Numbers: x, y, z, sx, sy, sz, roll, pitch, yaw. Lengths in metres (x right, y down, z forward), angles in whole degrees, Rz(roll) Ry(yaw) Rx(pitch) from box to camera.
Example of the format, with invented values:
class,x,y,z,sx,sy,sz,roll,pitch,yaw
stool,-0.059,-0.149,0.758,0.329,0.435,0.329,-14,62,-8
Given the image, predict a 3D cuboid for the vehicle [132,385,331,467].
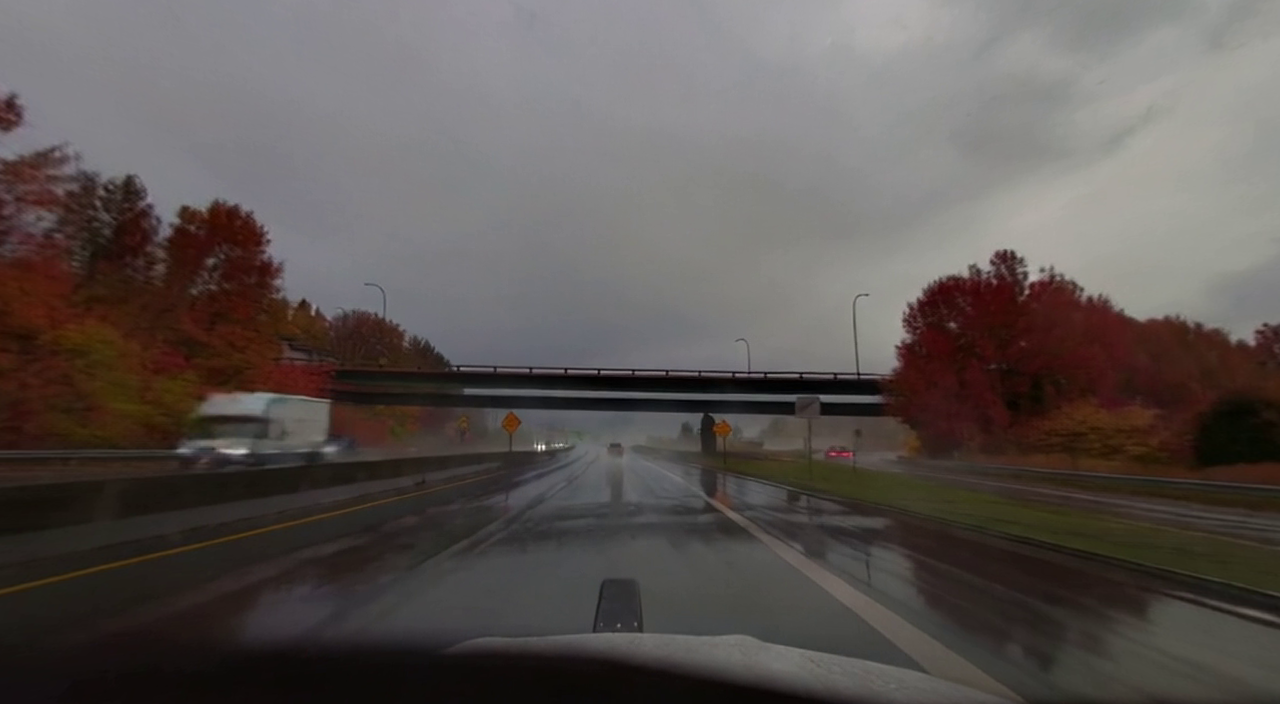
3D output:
class,x,y,z,sx,sy,sz,roll,pitch,yaw
vehicle,-14.041,2.748,22.400,2.526,2.474,6.834,0,-9,0
